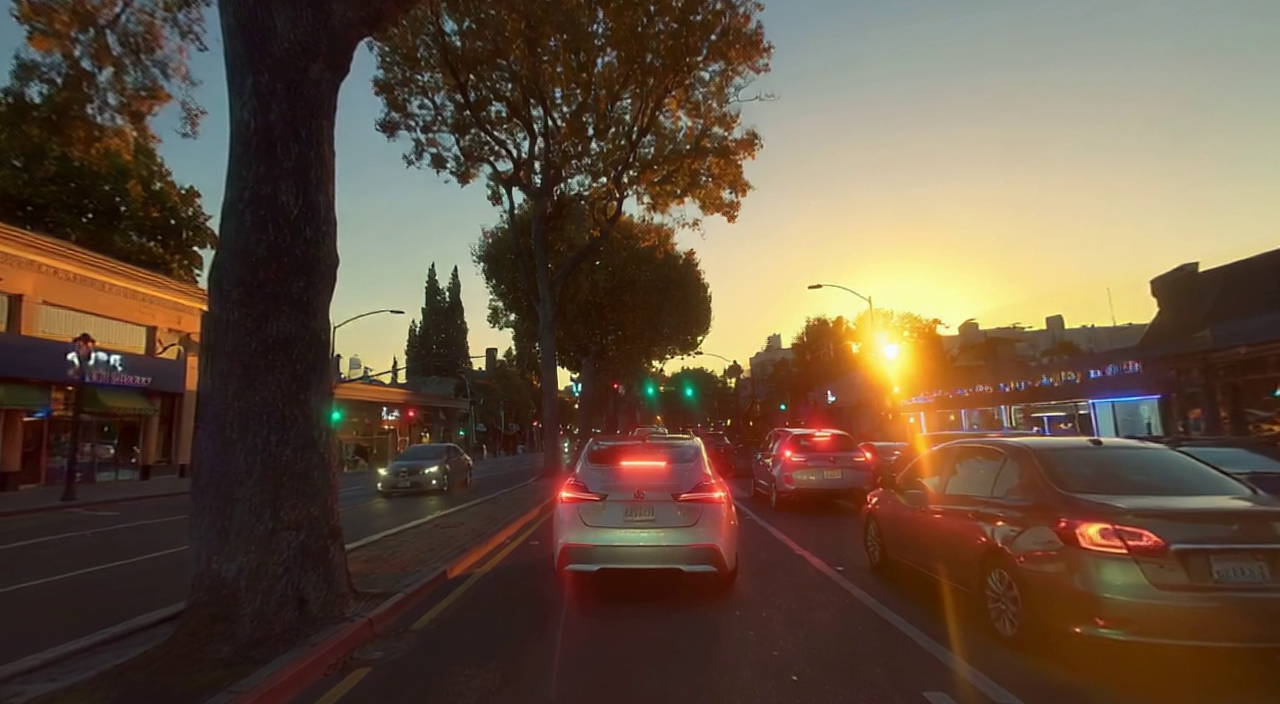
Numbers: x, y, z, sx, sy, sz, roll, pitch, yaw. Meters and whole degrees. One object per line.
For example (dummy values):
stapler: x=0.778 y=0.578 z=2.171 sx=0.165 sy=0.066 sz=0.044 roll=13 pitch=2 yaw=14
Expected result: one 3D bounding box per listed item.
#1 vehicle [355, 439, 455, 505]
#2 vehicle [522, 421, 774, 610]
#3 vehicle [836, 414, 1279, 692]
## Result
vehicle: x=-6.273 y=3.199 z=17.401 sx=1.898 sy=1.542 sz=4.689 roll=2 pitch=-9 yaw=-13
vehicle: x=0.049 y=1.577 z=6.883 sx=2.006 sy=1.487 sz=3.535 roll=0 pitch=-9 yaw=0
vehicle: x=3.393 y=1.402 z=5.569 sx=1.988 sy=1.480 sz=4.195 roll=0 pitch=-9 yaw=0
